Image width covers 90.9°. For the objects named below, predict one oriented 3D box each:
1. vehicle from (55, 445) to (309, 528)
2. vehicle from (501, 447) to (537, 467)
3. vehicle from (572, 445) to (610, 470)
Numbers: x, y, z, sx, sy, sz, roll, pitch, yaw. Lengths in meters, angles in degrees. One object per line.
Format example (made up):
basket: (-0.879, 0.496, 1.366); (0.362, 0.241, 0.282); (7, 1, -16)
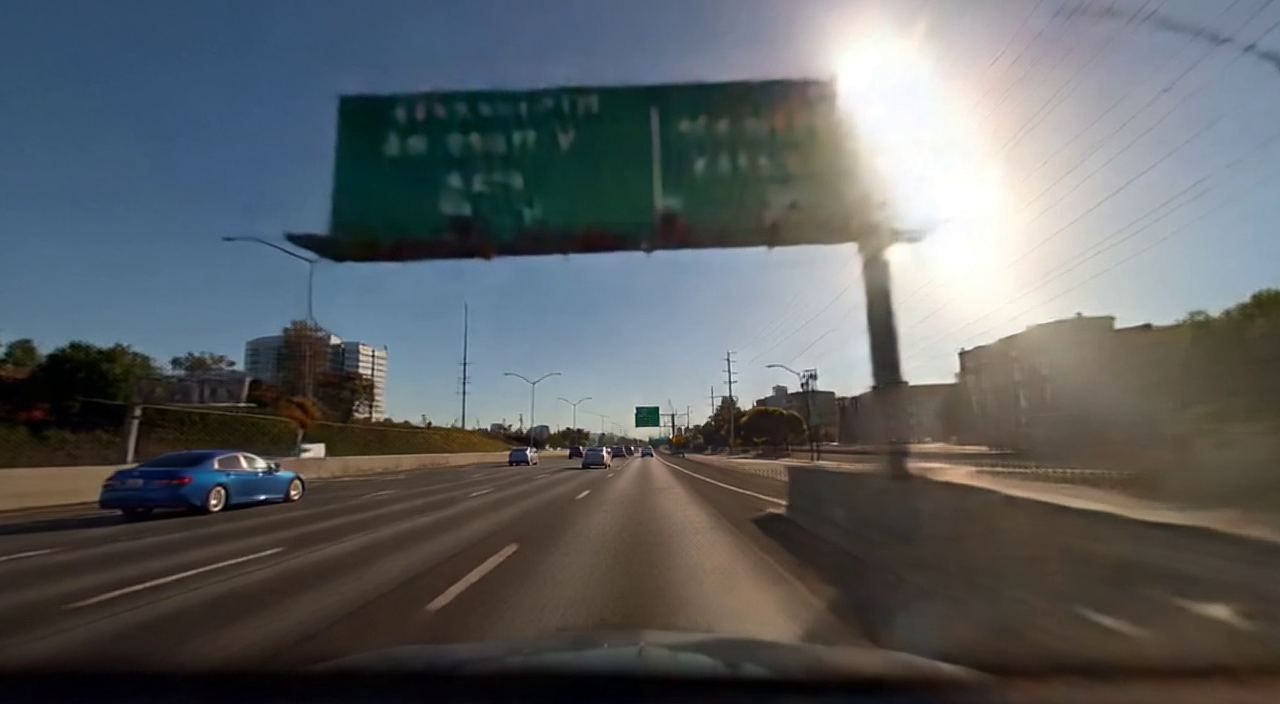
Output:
vehicle: (-9.824, 2.862, 14.195); (2.002, 1.526, 4.822); (0, -8, 2)
vehicle: (-9.393, 8.160, 49.115); (1.930, 1.490, 3.955); (0, -8, 1)
vehicle: (-3.053, 6.693, 40.136); (2.050, 1.479, 4.342); (0, -8, 1)
